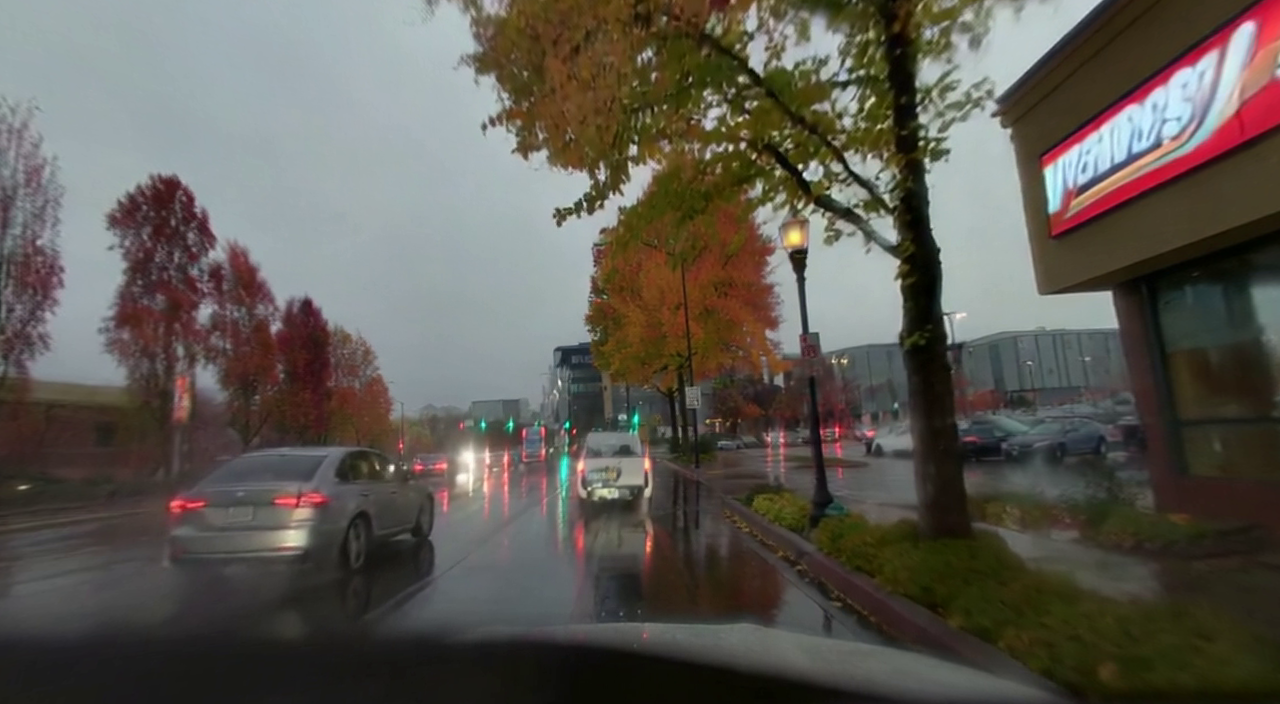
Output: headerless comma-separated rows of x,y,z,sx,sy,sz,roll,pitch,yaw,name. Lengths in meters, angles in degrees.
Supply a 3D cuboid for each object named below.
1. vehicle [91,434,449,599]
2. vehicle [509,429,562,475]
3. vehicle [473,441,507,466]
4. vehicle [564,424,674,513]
-4.274,1.942,8.425,1.974,1.549,4.603,1,-9,0,vehicle
-5.011,4.880,30.819,2.082,2.018,4.308,1,-9,-4,vehicle
-11.082,7.522,46.778,2.069,1.719,4.441,2,-9,-9,vehicle
-0.484,2.589,14.367,2.144,1.704,4.028,1,-9,-2,vehicle
